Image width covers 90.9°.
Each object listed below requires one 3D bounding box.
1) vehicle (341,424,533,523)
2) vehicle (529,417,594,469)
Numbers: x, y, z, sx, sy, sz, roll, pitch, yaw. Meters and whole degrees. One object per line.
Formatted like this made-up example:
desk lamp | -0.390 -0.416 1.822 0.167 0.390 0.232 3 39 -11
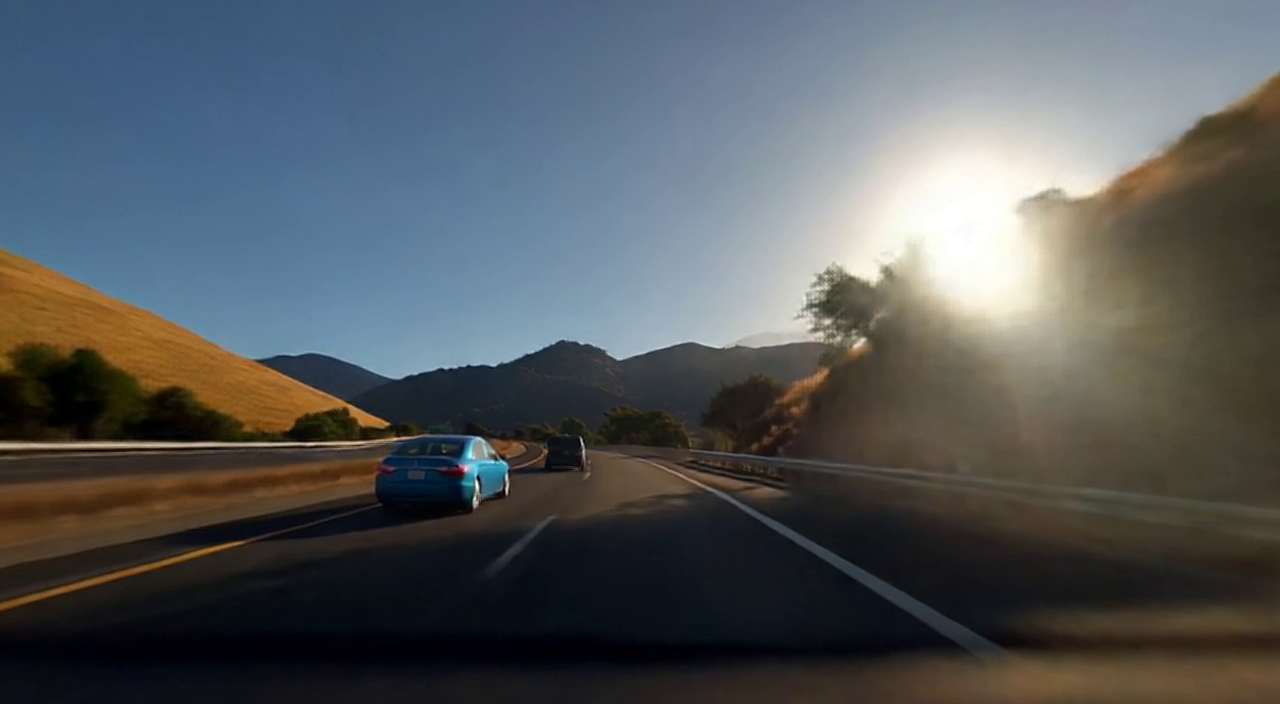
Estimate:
vehicle | -3.540 2.214 12.105 2.097 1.511 4.585 0 -8 1
vehicle | -3.542 4.297 29.720 2.444 2.204 5.568 0 -8 -1
